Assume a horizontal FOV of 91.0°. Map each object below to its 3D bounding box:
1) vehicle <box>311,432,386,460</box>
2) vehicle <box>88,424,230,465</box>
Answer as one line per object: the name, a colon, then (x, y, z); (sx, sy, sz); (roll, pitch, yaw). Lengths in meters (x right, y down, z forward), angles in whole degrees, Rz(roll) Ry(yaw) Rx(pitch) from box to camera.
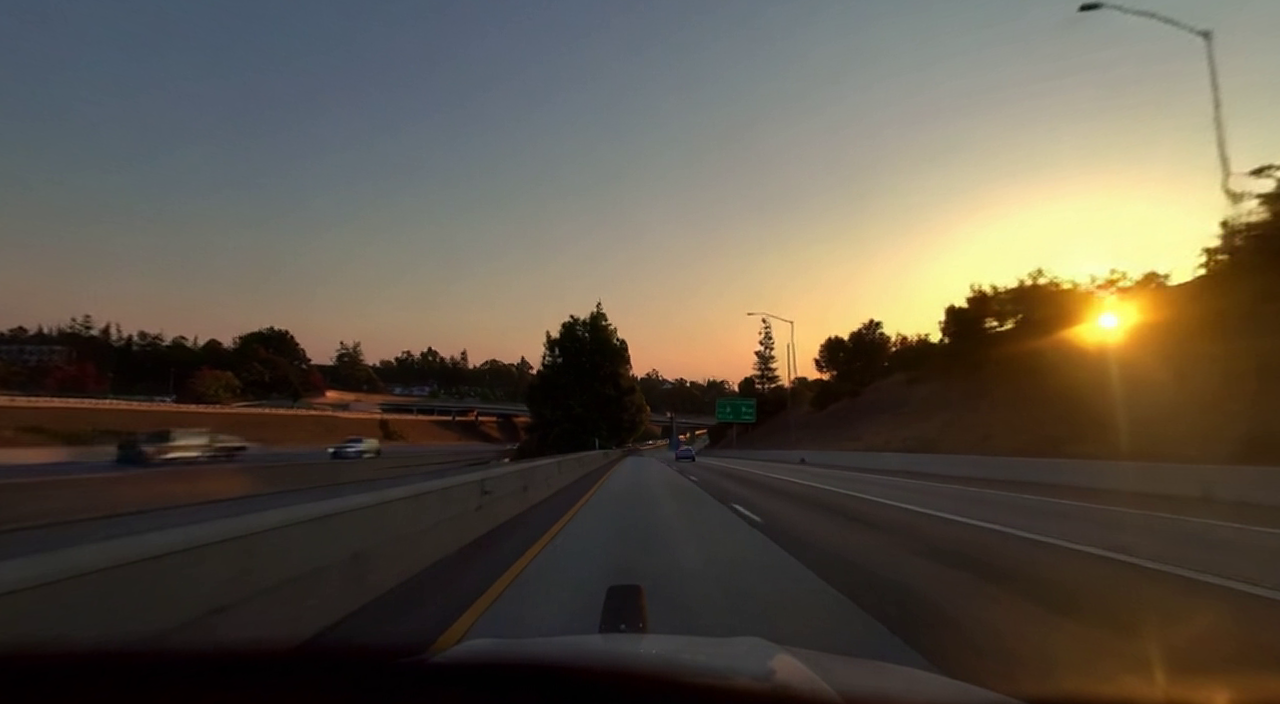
vehicle: (-16.157, 5.256, 35.210); (2.033, 1.463, 4.515); (0, -8, 0)
vehicle: (-19.769, 3.869, 26.252); (2.074, 1.536, 4.893); (0, -8, 0)
